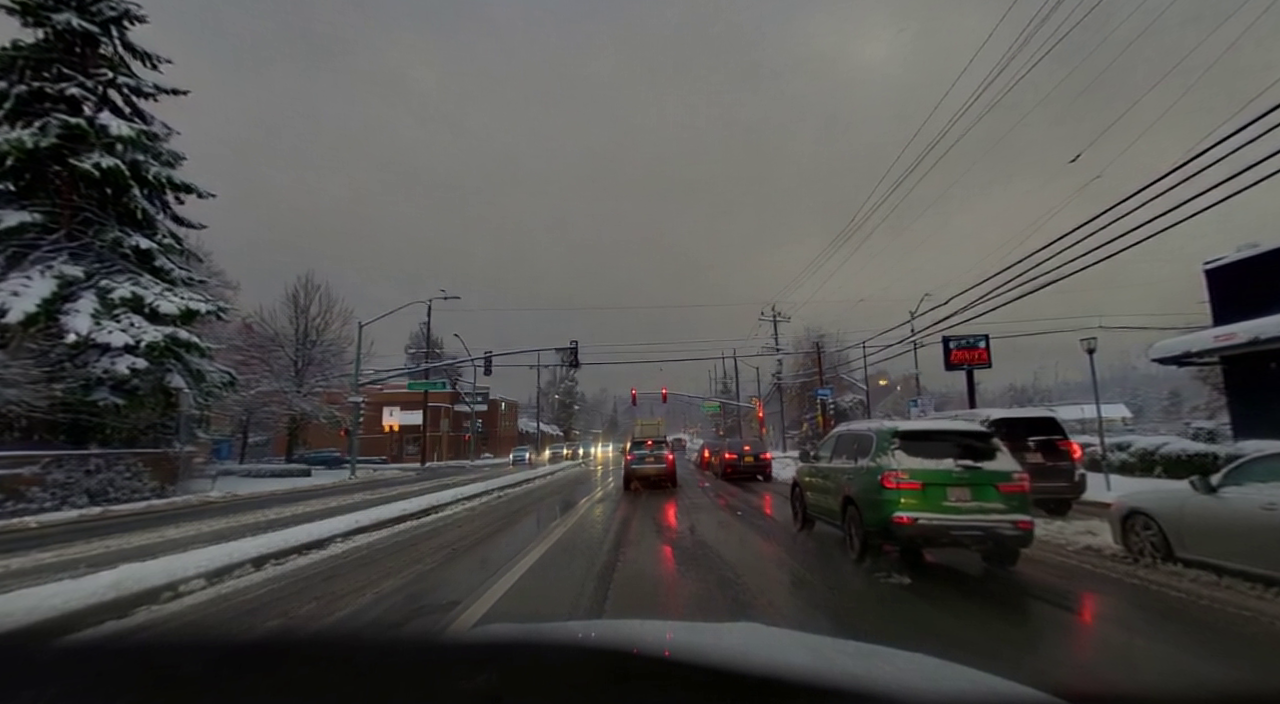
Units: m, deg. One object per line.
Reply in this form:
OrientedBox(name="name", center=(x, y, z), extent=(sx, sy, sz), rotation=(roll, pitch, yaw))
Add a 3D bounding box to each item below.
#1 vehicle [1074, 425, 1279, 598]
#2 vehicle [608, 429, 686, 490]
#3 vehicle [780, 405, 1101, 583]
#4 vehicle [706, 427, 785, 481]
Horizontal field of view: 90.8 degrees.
OrientedBox(name="vehicle", center=(6.294, 1.341, 5.349), extent=(1.906, 1.435, 4.670), rotation=(0, -9, 0))
OrientedBox(name="vehicle", center=(0.220, 3.270, 19.462), extent=(2.149, 1.668, 3.962), rotation=(0, -9, 1))
OrientedBox(name="vehicle", center=(3.240, 1.628, 8.007), extent=(1.998, 1.620, 4.267), rotation=(0, -9, 1))
OrientedBox(name="vehicle", center=(3.804, 3.802, 23.730), extent=(2.060, 1.789, 4.712), rotation=(0, -9, -1))
